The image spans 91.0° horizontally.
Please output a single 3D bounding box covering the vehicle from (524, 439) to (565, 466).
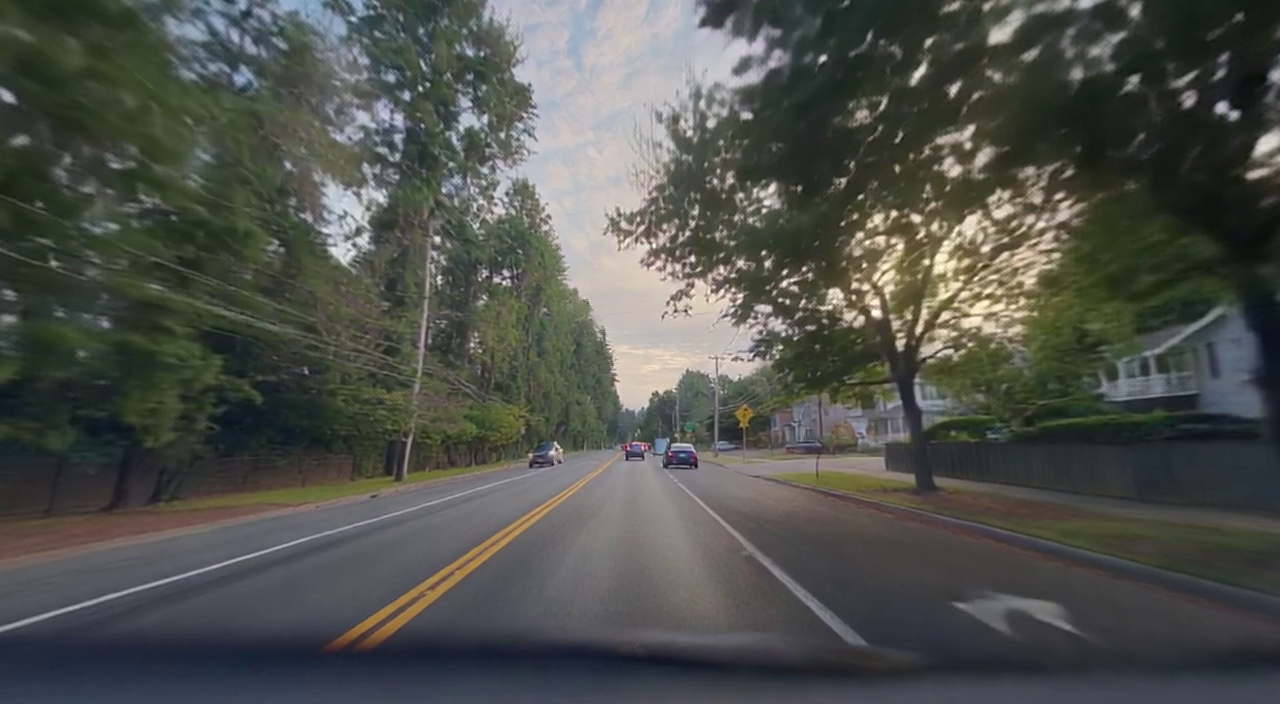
[{"bbox_3d":[-7.138,7.559,47.494,2.352,1.857,4.690,0,-9,0],"label":"vehicle"}]

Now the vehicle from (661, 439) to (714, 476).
[{"bbox_3d":[2.032,4.664,28.018,1.975,1.497,3.647,0,-9,-2],"label":"vehicle"}]
